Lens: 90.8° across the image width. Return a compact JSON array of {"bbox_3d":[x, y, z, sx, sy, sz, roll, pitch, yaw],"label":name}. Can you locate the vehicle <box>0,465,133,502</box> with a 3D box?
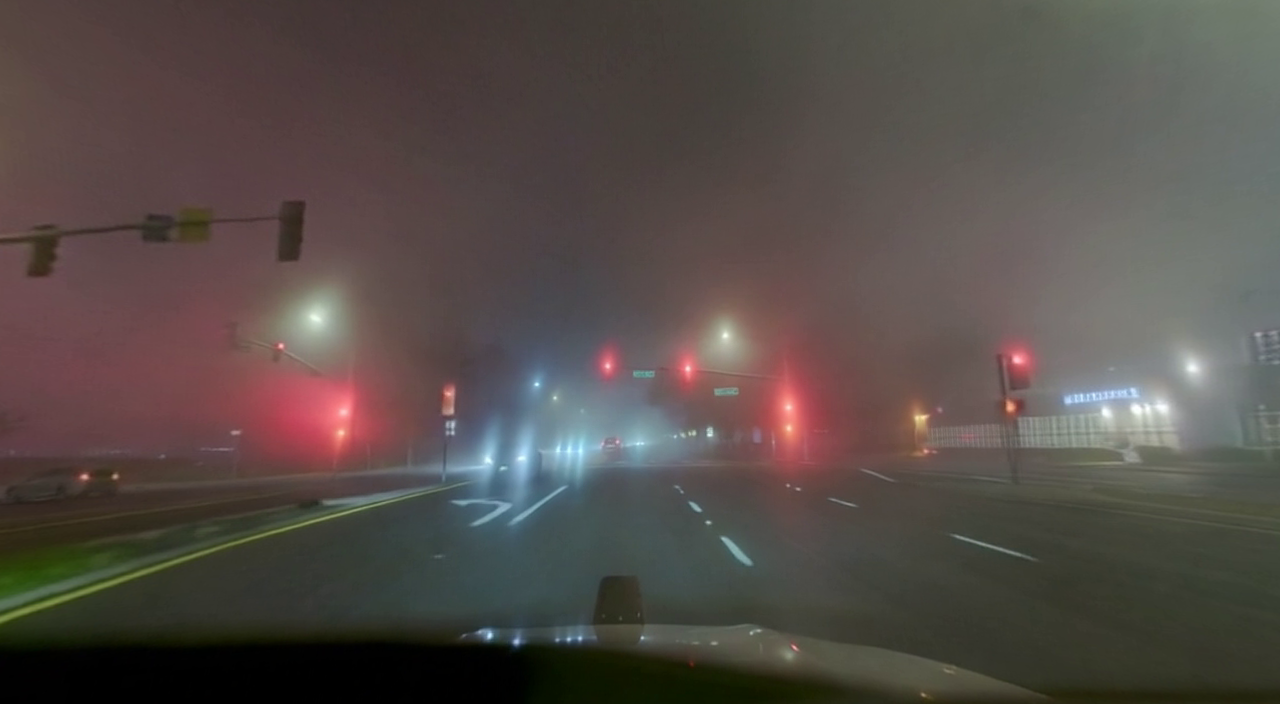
[{"bbox_3d":[-25.163,5.631,27.204,4.854,1.406,2.060,0,-8,0],"label":"vehicle"}]

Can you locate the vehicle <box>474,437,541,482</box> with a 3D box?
[{"bbox_3d":[-5.333,4.217,25.081,1.990,1.639,3.885,3,-9,-21],"label":"vehicle"}]
